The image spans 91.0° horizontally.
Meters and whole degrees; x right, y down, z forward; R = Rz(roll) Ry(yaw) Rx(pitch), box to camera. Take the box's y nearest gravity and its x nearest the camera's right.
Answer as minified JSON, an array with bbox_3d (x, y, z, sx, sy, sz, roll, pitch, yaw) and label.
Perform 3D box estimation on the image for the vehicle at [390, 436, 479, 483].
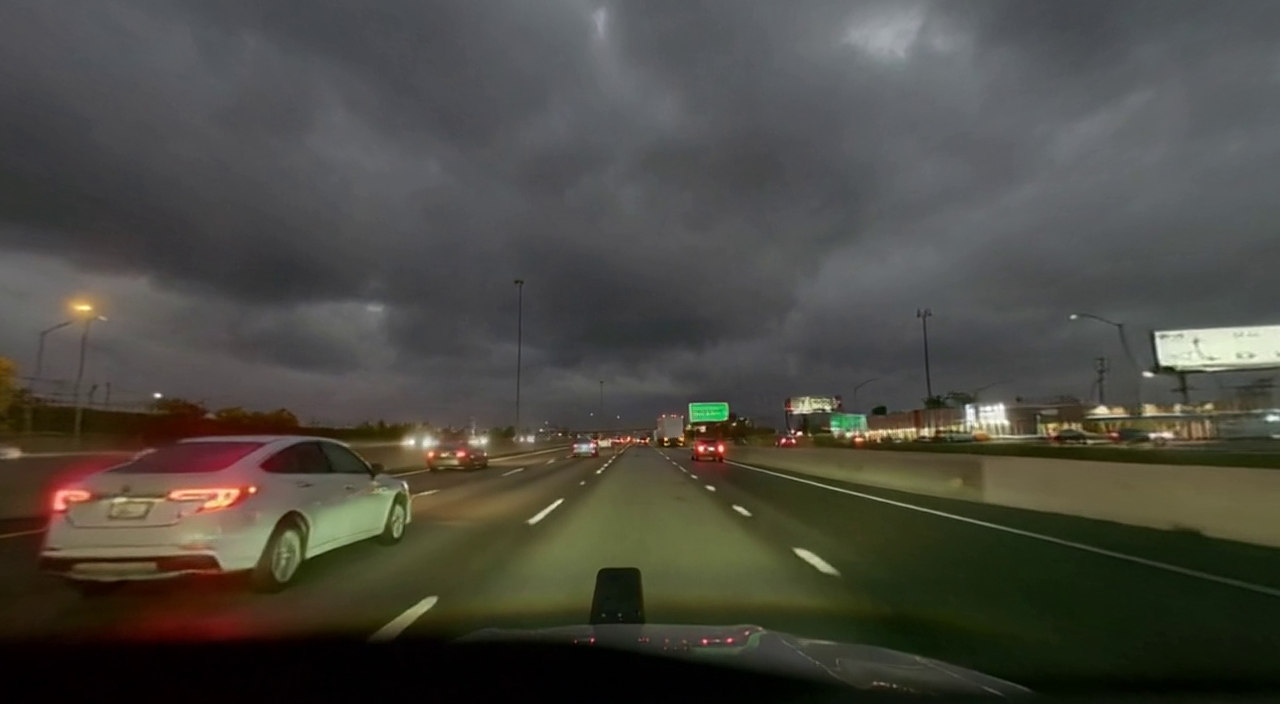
[{"bbox_3d":[-7.234,3.836,22.566,1.865,1.518,3.620,0,-9,1],"label":"vehicle"}]

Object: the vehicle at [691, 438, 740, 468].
[{"bbox_3d":[4.126,5.637,35.183,2.135,1.532,4.506,1,-9,0],"label":"vehicle"}]

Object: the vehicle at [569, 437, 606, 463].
[{"bbox_3d":[-3.339,6.356,40.862,2.001,1.577,4.055,0,-9,1],"label":"vehicle"}]

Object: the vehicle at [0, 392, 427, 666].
[{"bbox_3d":[-3.736,1.319,5.710,2.008,1.504,4.264,0,-9,1],"label":"vehicle"}]
